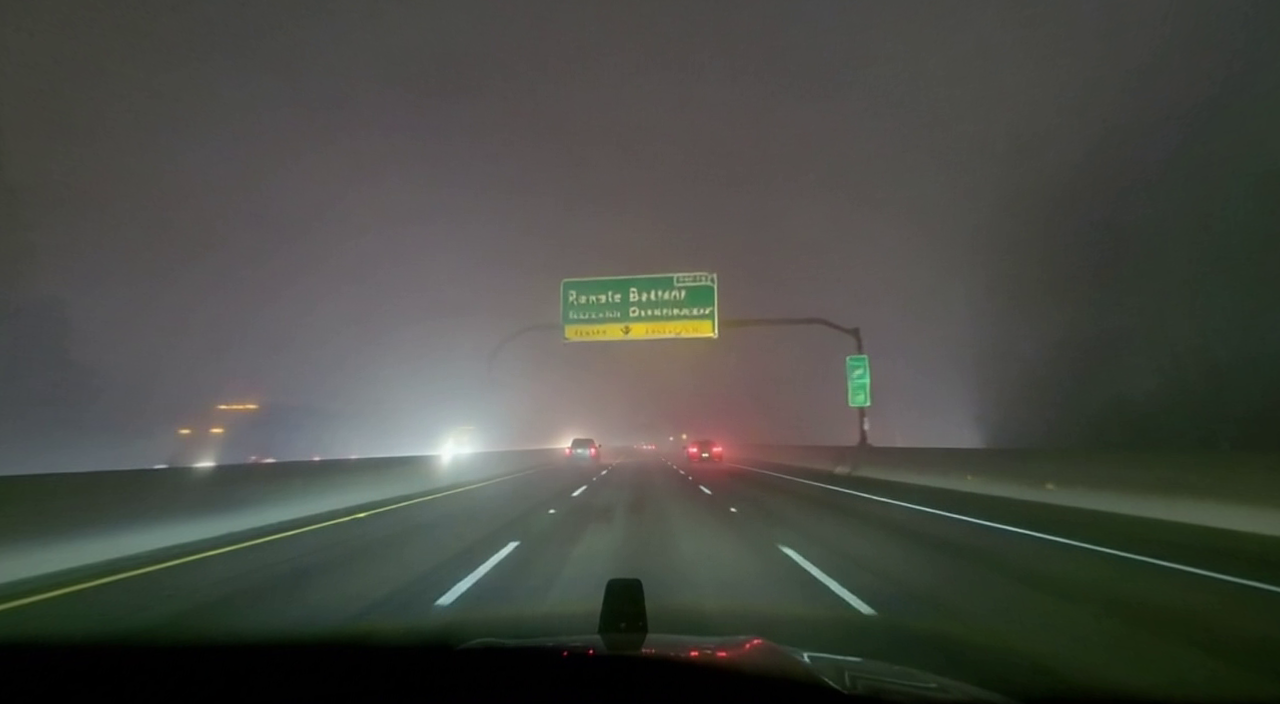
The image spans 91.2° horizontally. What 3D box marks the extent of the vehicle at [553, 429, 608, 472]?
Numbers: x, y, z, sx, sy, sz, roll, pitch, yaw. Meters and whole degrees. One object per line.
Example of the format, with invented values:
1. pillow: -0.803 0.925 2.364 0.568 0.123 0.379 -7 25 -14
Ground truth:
1. vehicle: -3.061 5.222 33.383 2.291 2.052 4.887 0 -8 1

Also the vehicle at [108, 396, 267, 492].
1. vehicle: -21.299 4.390 30.124 2.967 4.087 6.094 0 -8 -1

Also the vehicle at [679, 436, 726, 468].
1. vehicle: 3.521 5.706 36.005 2.202 1.682 4.188 0 -8 0
